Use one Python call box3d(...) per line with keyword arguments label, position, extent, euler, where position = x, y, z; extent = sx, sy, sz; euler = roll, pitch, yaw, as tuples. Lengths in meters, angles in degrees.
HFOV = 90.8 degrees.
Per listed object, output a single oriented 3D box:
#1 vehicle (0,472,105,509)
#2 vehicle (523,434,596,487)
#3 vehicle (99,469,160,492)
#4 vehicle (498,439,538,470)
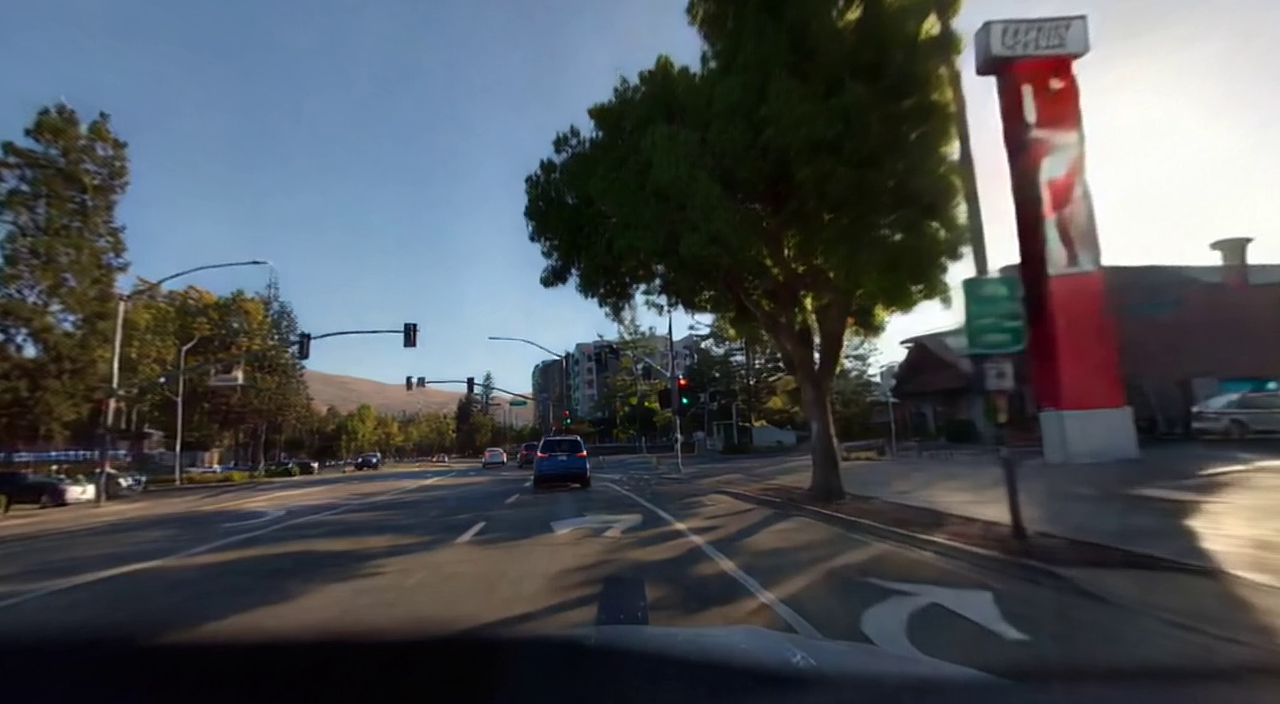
box3d(label="vehicle", position=(-29.619, 6.733, 30.757), extent=(4.804, 1.544, 2.244), euler=(2, -9, -17))
box3d(label="vehicle", position=(-3.045, 3.948, 23.286), extent=(2.227, 1.733, 3.930), euler=(2, -9, -13))
box3d(label="vehicle", position=(-39.521, 9.951, 49.034), extent=(2.004, 1.479, 4.230), euler=(2, -9, -14))
box3d(label="vehicle", position=(-8.332, 6.902, 42.811), extent=(2.067, 1.947, 4.628), euler=(2, -9, -18))
